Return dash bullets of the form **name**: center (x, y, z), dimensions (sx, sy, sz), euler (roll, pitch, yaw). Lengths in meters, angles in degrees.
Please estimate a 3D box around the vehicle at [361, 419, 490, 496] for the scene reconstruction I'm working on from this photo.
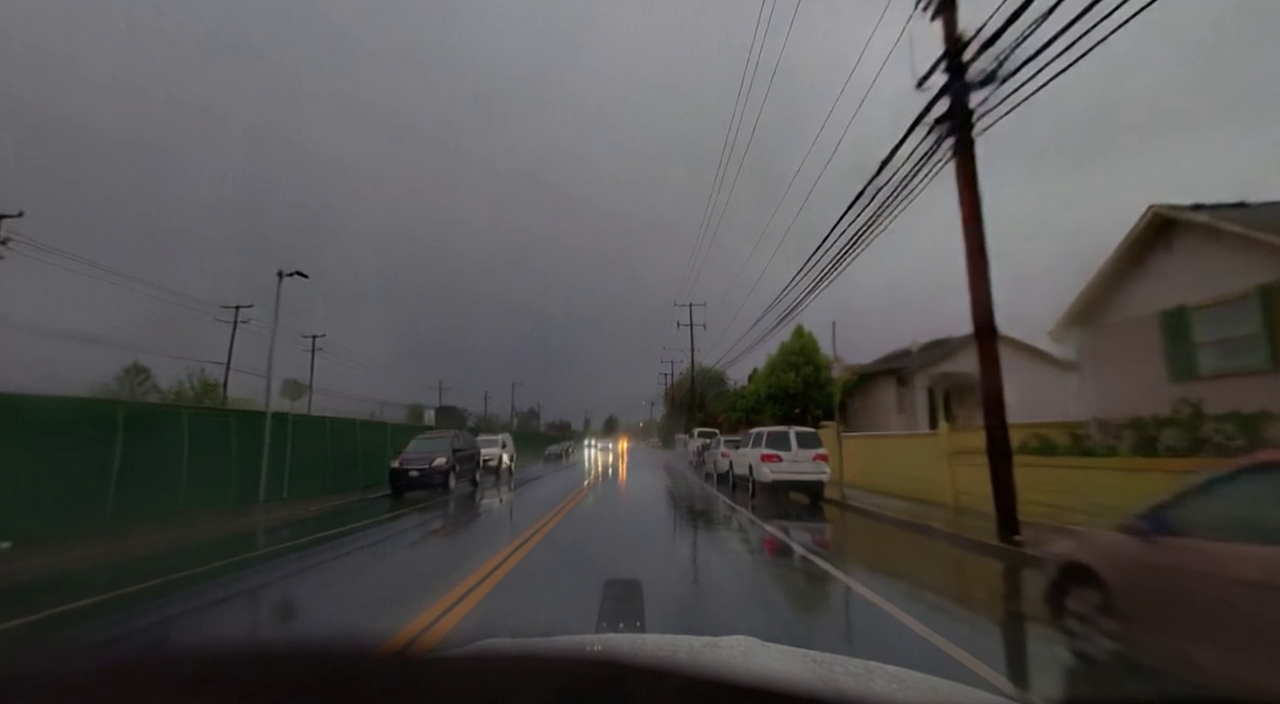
- **vehicle**: center (-6.663, 3.349, 20.415), dimensions (2.268, 2.154, 5.321), euler (0, -8, 0)

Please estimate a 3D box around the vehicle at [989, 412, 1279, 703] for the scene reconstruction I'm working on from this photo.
- **vehicle**: center (3.559, 0.948, 2.244), dimensions (1.862, 1.492, 4.800), euler (0, -9, 0)

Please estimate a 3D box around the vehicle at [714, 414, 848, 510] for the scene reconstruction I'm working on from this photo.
- **vehicle**: center (3.312, 2.736, 16.167), dimensions (2.053, 2.005, 5.495), euler (0, -8, -1)
